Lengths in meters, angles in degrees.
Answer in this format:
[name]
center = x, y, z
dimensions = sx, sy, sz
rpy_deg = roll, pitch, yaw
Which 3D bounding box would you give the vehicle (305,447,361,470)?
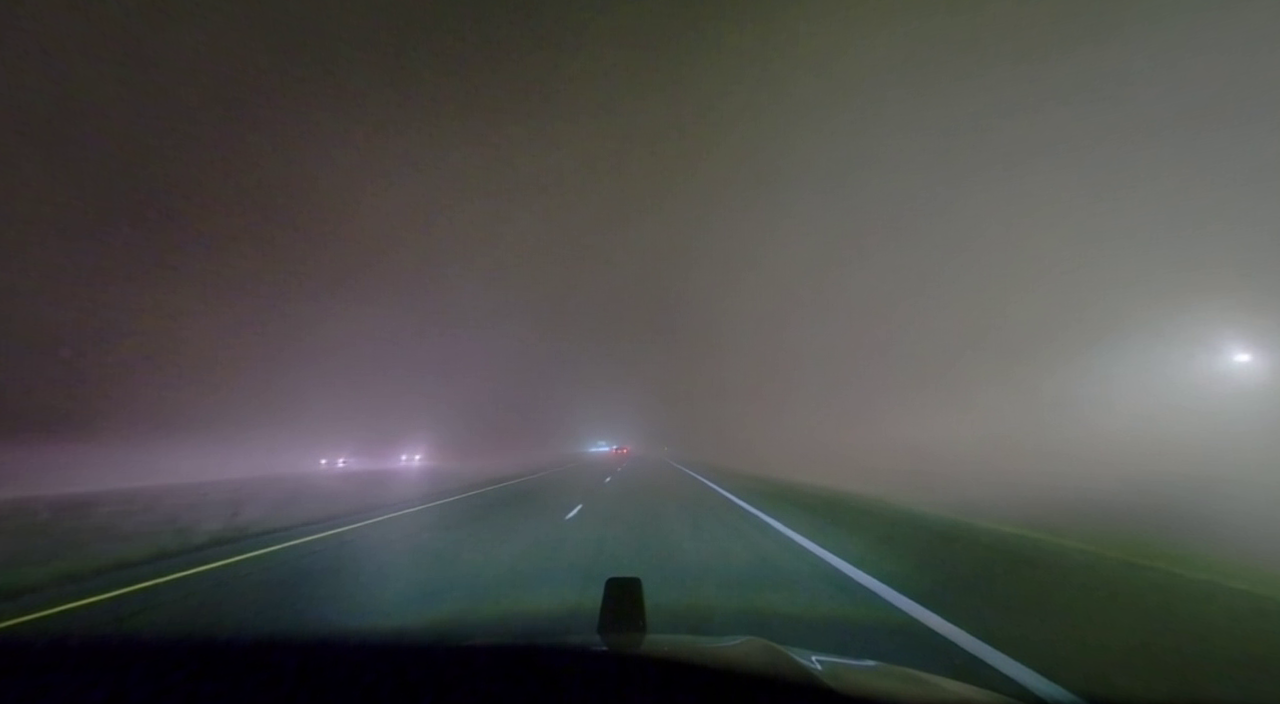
[vehicle]
center = -22.671, 7.829, 46.682
dimensions = 1.899, 1.616, 4.219
rpy_deg = 0, -8, 2
